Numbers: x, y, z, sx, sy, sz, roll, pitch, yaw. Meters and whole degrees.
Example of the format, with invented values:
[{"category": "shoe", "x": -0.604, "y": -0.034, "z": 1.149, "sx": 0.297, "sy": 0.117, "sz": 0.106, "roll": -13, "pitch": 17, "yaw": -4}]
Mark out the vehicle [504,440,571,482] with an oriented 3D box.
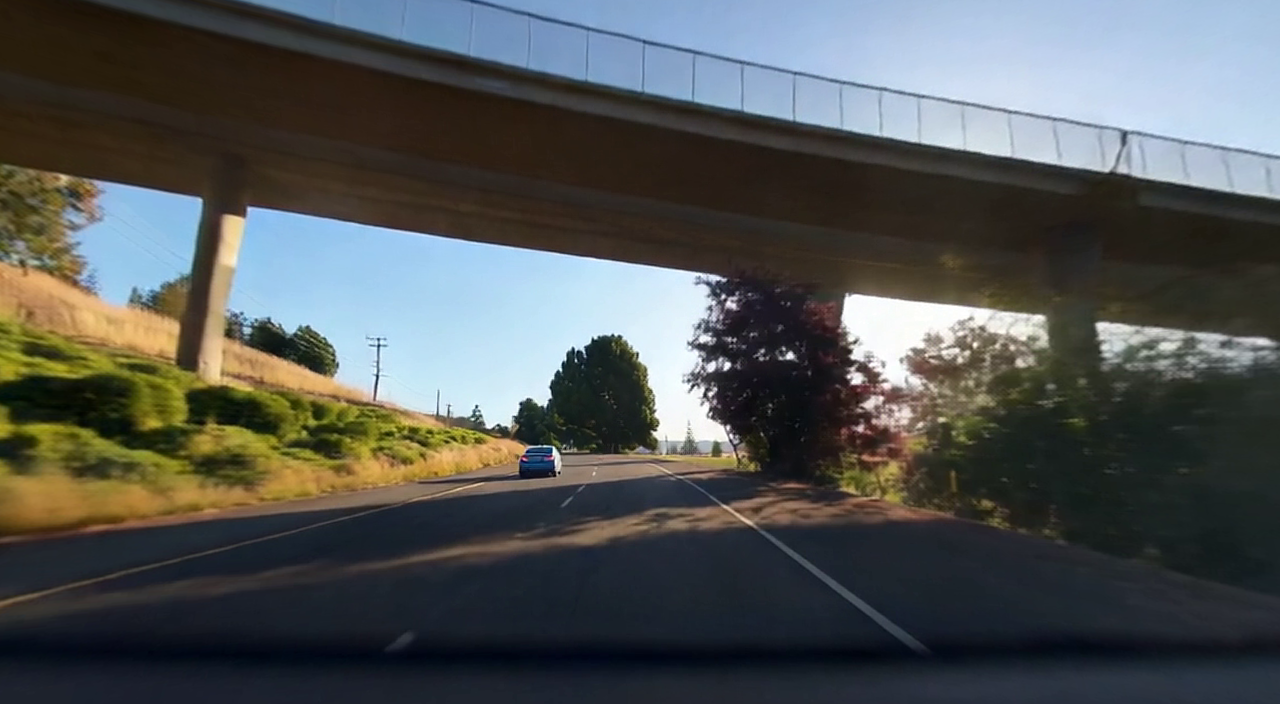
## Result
[{"category": "vehicle", "x": -3.937, "y": 4.279, "z": 25.015, "sx": 1.968, "sy": 1.503, "sz": 4.443, "roll": 0, "pitch": -8, "yaw": -1}]
